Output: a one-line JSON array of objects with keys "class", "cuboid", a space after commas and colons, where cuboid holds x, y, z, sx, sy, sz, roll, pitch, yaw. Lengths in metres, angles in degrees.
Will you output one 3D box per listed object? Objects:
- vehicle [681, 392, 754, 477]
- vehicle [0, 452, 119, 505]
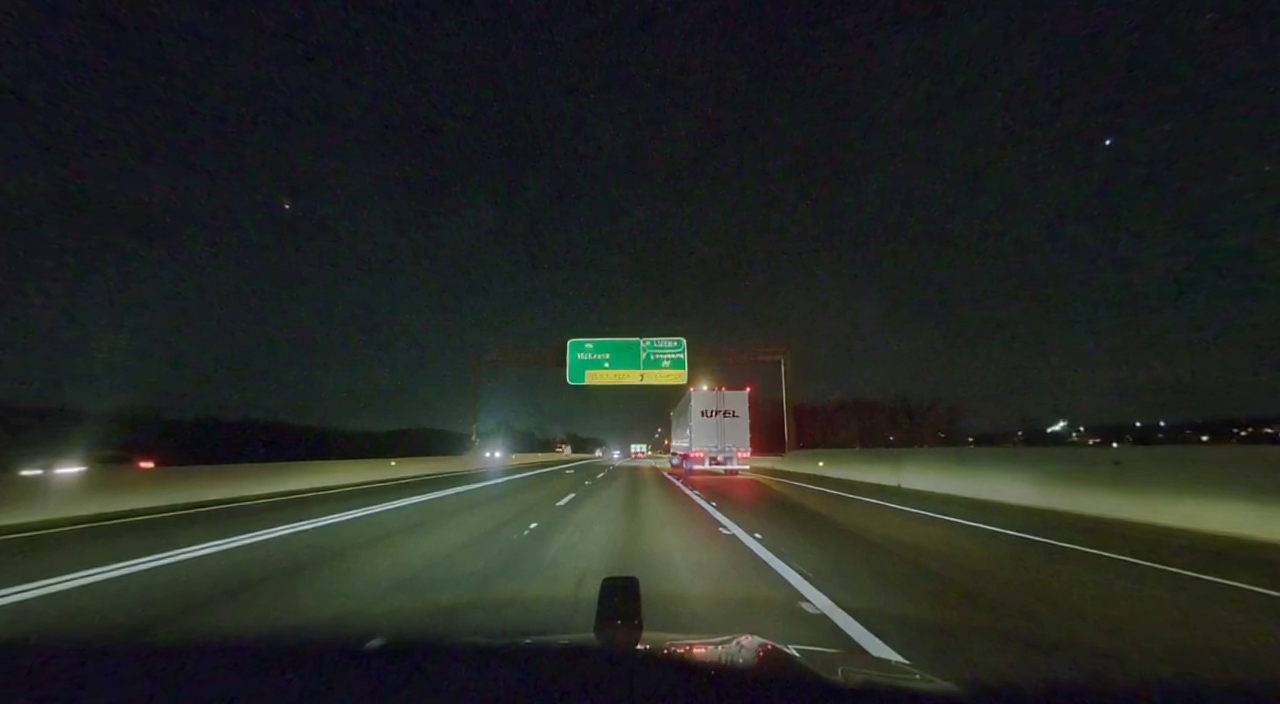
[{"class": "vehicle", "cuboid": [3.959, 4.575, 34.154, 2.869, 4.013, 8.610, 0, -9, 0]}, {"class": "vehicle", "cuboid": [-19.070, 3.876, 19.623, 1.807, 1.478, 4.323, 0, -9, -1]}]
